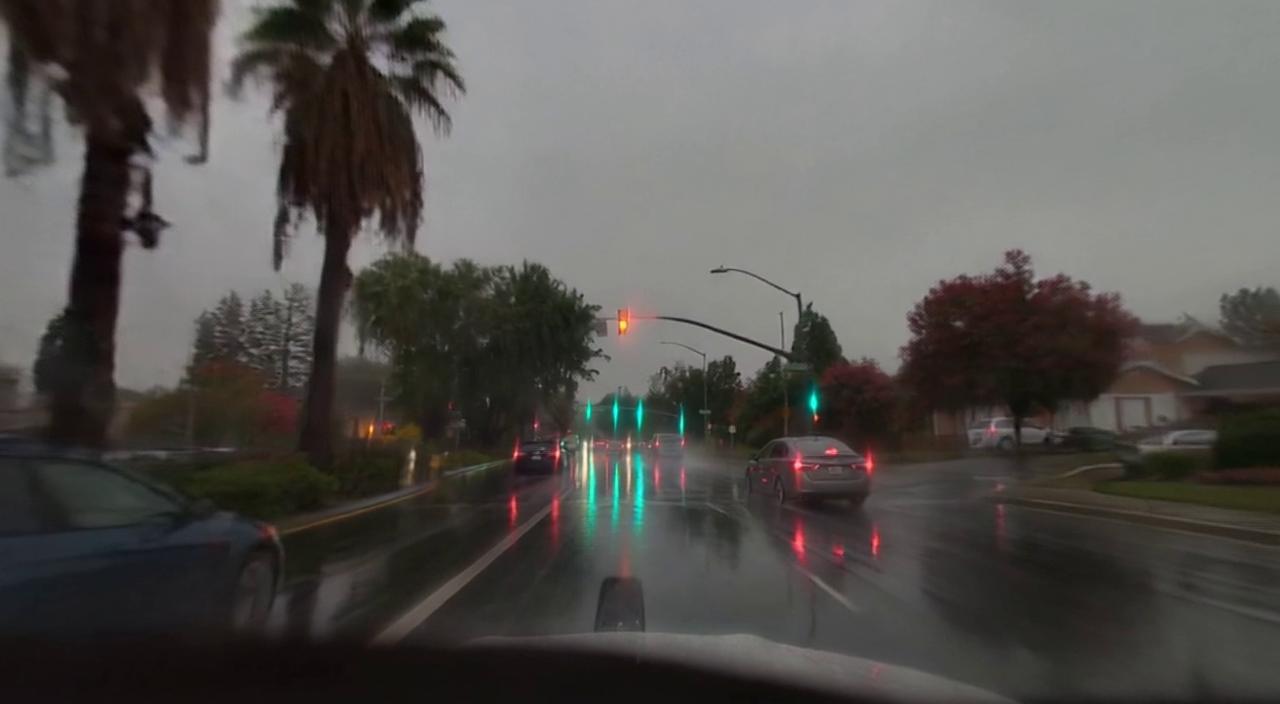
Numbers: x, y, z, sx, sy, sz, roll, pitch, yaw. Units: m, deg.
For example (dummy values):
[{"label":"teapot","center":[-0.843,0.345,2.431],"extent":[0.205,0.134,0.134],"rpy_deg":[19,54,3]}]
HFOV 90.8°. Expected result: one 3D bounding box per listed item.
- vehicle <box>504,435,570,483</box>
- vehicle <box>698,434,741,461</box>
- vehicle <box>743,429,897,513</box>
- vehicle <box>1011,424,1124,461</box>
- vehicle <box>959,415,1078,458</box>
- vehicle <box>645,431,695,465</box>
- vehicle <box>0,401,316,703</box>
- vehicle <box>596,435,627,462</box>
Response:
[{"label":"vehicle","center":[-3.672,3.872,23.214],"extent":[1.922,1.577,4.140],"rpy_deg":[0,-8,-3]},{"label":"vehicle","center":[5.485,6.653,43.987],"extent":[2.011,1.805,4.260],"rpy_deg":[1,-9,-6]},{"label":"vehicle","center":[3.581,2.435,13.401],"extent":[1.870,1.491,4.009],"rpy_deg":[0,-8,-3]},{"label":"vehicle","center":[19.414,4.075,28.688],"extent":[4.372,1.425,1.833],"rpy_deg":[0,-8,-18]},{"label":"vehicle","center":[19.165,4.306,32.027],"extent":[5.335,2.053,2.123],"rpy_deg":[3,-9,-20]},{"label":"vehicle","center":[1.807,6.048,39.972],"extent":[2.391,1.960,5.600],"rpy_deg":[0,-8,-5]},{"label":"vehicle","center":[-3.489,0.987,2.796],"extent":[1.924,1.473,4.200],"rpy_deg":[0,-8,-1]},{"label":"vehicle","center":[-2.214,7.303,47.850],"extent":[2.164,1.867,4.254],"rpy_deg":[0,-8,-6]}]
